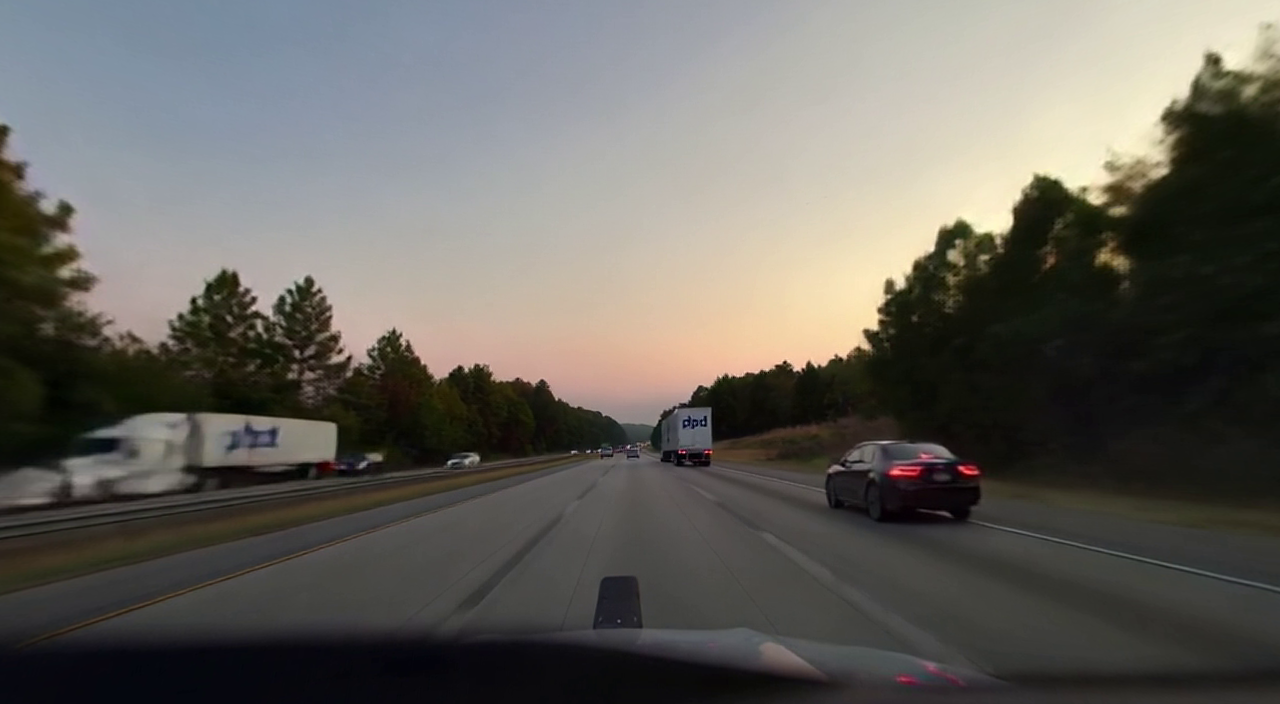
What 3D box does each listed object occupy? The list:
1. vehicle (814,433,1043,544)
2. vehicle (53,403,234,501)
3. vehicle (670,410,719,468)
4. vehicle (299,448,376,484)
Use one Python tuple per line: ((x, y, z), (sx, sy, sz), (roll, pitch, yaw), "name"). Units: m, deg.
((4.457, 2.150, 10.486), (1.910, 1.474, 3.776), (0, -9, -2), "vehicle")
((-21.415, 4.377, 27.695), (2.936, 3.817, 5.912), (0, -9, 0), "vehicle")
((3.895, 6.555, 46.911), (2.856, 3.933, 8.334), (0, -9, 0), "vehicle")
((-17.062, 6.425, 35.785), (2.063, 1.857, 4.825), (0, -9, -1), "vehicle")
